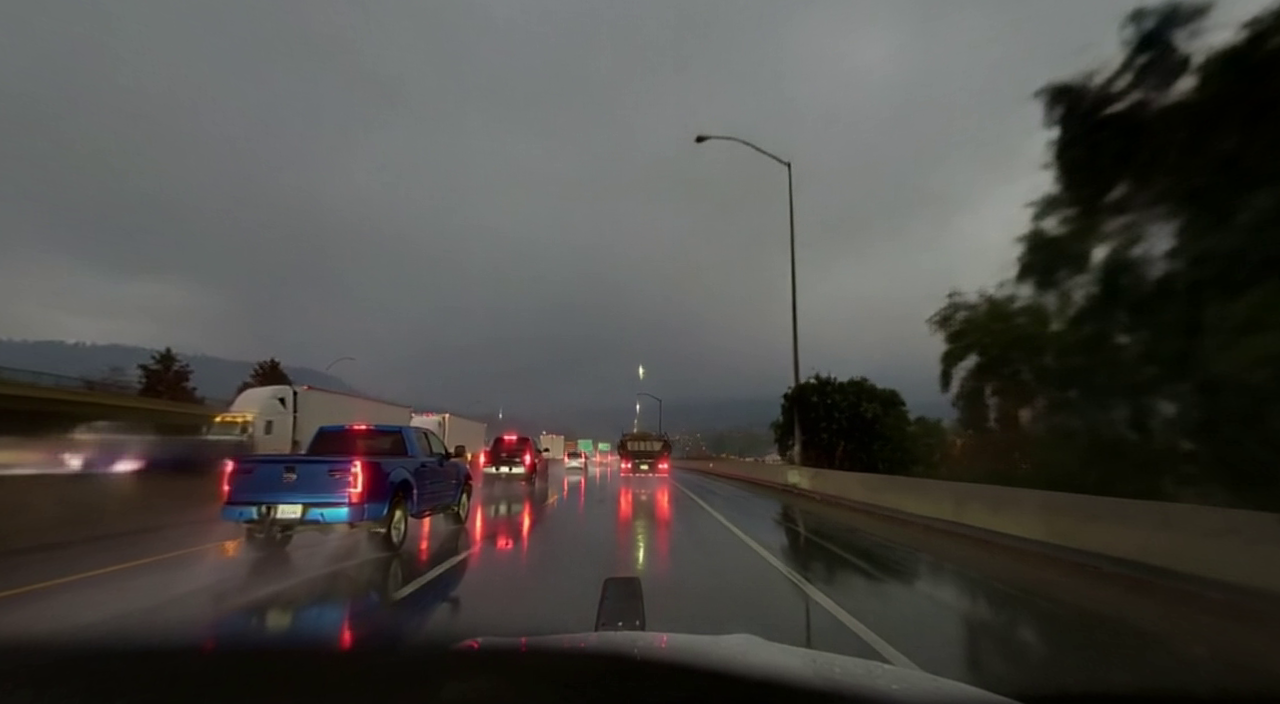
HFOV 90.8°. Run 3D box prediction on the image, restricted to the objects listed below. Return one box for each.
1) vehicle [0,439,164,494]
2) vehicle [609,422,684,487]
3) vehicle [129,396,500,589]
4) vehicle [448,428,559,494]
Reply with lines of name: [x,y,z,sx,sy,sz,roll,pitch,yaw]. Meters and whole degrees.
vehicle: [-18.795,3.791,21.206,1.911,1.623,4.453,-1,-9,4]
vehicle: [0.122,4.579,28.488,2.886,2.471,7.692,0,-9,-2]
vehicle: [-3.714,1.740,8.679,2.303,1.835,5.044,0,-9,1]
vehicle: [-4.473,3.705,21.892,2.575,1.958,5.730,0,-9,0]
